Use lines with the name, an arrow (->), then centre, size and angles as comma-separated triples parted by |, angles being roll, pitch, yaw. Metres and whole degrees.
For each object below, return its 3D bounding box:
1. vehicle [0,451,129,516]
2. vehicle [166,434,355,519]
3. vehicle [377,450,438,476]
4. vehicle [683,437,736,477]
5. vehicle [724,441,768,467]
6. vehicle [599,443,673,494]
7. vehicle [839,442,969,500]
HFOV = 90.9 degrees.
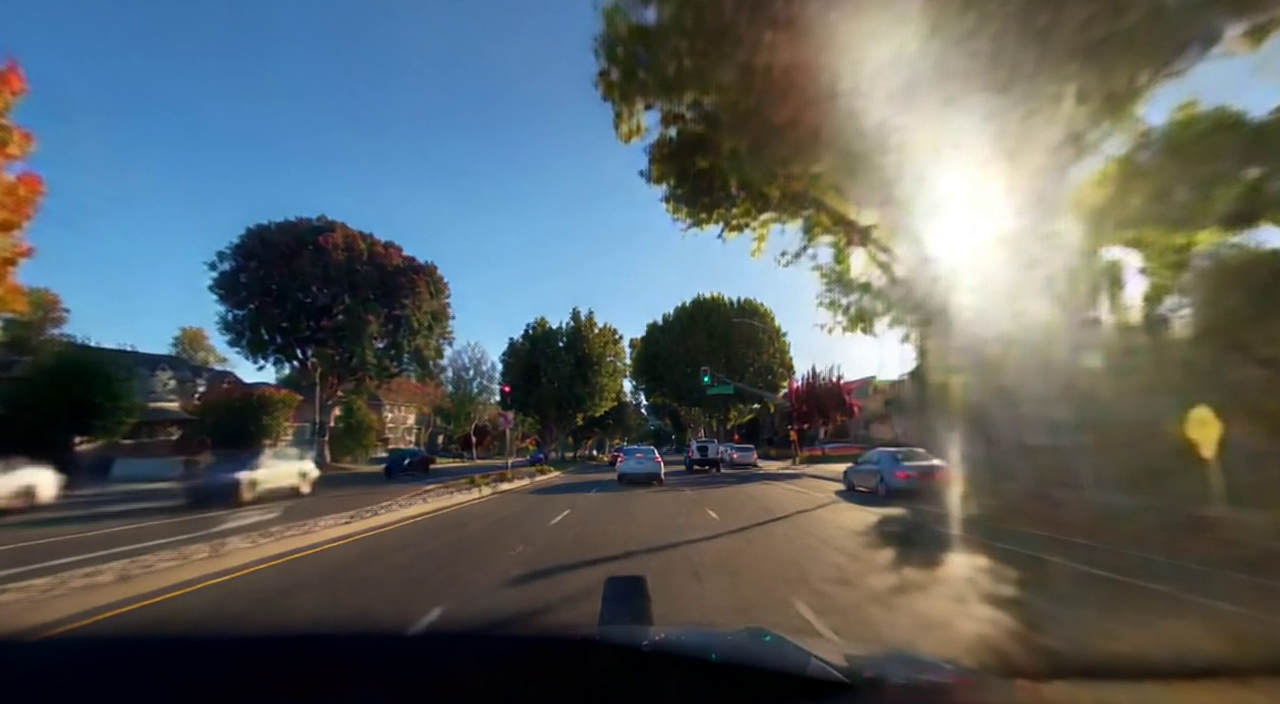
vehicle -> -18.157, 3.850, 18.945 | 1.866, 1.699, 4.347 | 0, -8, 0
vehicle -> -9.147, 2.990, 15.802 | 2.090, 1.785, 4.692 | 0, -8, -5
vehicle -> -14.258, 6.799, 38.951 | 1.901, 1.468, 4.689 | -1, -8, 2
vehicle -> 3.335, 5.121, 31.000 | 2.073, 1.822, 4.276 | 0, -8, 0
vehicle -> 7.710, 7.526, 46.374 | 2.184, 1.786, 5.497 | 1, -9, -1
vehicle -> -0.107, 3.719, 20.535 | 2.140, 1.474, 4.026 | 0, -8, 0
vehicle -> 7.612, 3.445, 18.749 | 1.980, 1.497, 4.345 | 0, -8, 0
